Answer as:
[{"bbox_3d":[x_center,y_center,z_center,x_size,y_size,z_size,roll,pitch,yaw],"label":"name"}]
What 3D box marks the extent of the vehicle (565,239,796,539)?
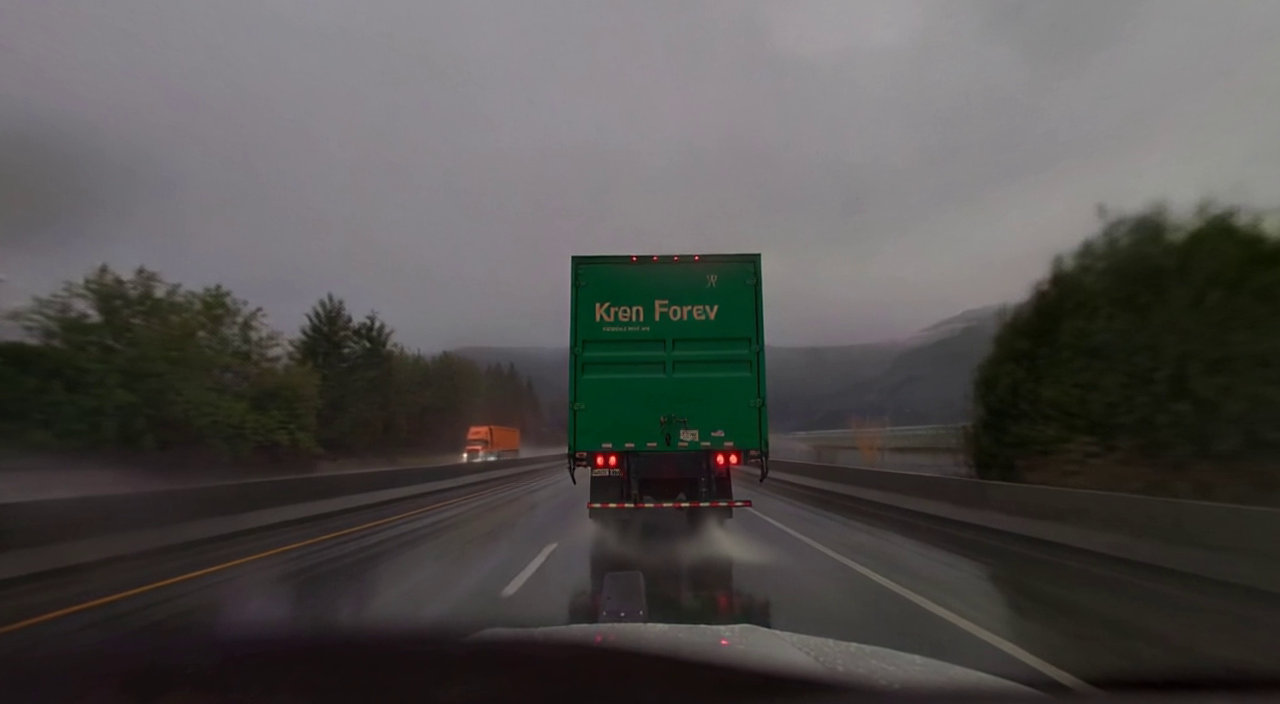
[{"bbox_3d":[0.521,1.582,16.267,3.230,4.377,14.405,0,-9,0],"label":"vehicle"}]
